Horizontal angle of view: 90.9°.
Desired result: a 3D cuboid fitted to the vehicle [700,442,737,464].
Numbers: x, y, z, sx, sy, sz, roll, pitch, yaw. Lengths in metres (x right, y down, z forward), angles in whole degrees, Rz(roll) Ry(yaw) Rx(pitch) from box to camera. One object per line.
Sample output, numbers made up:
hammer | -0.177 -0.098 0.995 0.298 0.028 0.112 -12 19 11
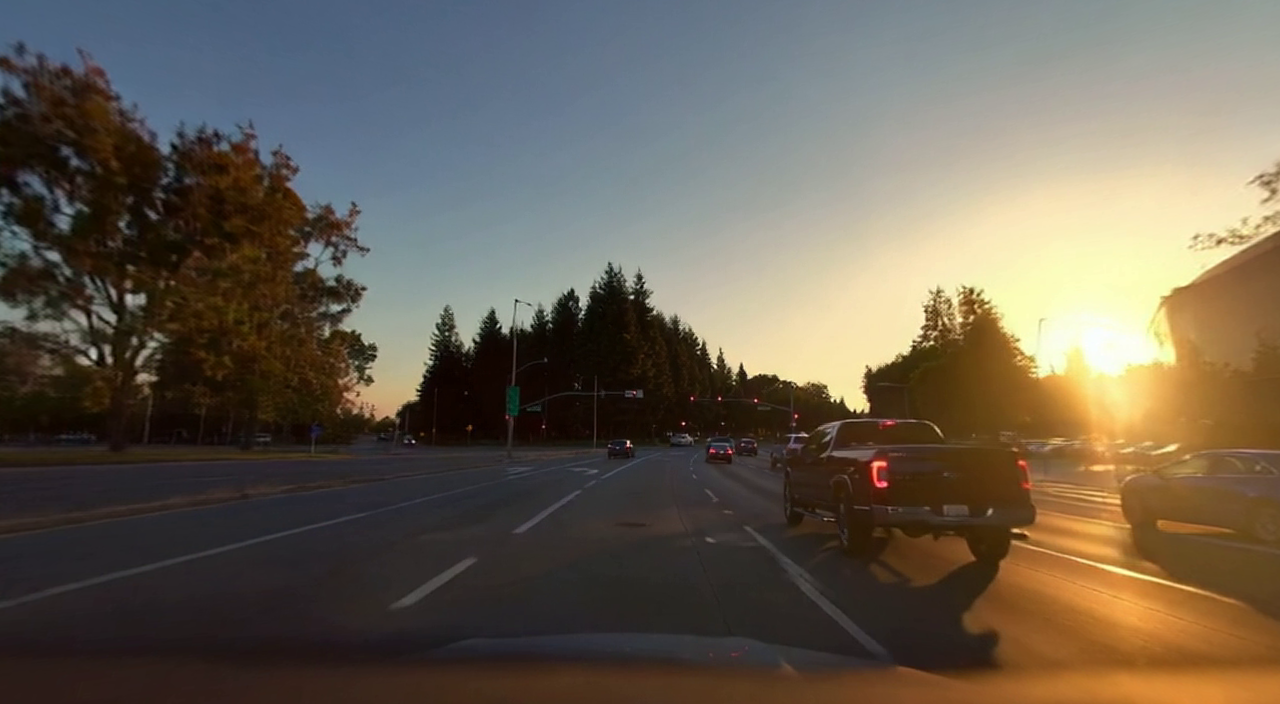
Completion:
vehicle | 5.867 7.630 47.651 2.292 1.563 4.734 0 -8 2

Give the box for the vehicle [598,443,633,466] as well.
vehicle | -1.684 7.232 44.663 1.958 1.542 4.175 -1 -8 5

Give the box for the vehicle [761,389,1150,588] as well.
vehicle | 3.403 1.652 8.609 2.333 1.777 5.713 0 -8 0

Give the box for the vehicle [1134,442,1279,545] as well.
vehicle | 10.545 2.210 9.877 1.963 1.513 4.600 1 -8 1
